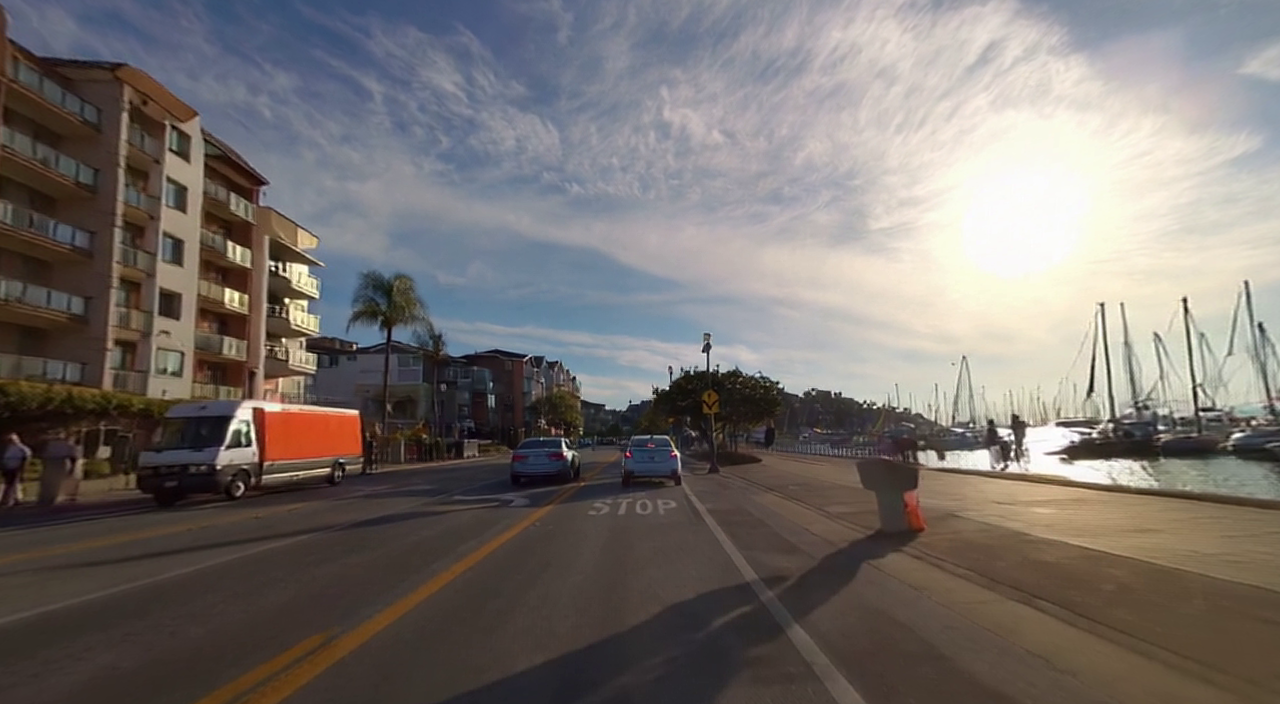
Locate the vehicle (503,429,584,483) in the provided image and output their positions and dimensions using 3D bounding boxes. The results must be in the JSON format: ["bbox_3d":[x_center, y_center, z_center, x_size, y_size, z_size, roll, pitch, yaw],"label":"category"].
[{"bbox_3d":[-3.236,3.612,22.064,2.056,1.680,4.205,-1,-8,1],"label":"vehicle"}]

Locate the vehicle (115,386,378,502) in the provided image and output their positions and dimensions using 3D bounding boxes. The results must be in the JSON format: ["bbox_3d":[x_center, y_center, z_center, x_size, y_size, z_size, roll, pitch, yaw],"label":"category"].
[{"bbox_3d":[-13.181,3.304,22.678,2.924,3.288,9.352,-1,-8,4],"label":"vehicle"}]

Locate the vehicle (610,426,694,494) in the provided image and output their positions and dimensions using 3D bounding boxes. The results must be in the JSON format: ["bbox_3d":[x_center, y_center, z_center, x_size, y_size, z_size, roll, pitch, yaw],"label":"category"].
[{"bbox_3d":[0.296,2.919,17.296,2.057,1.624,3.726,0,-8,0],"label":"vehicle"}]
